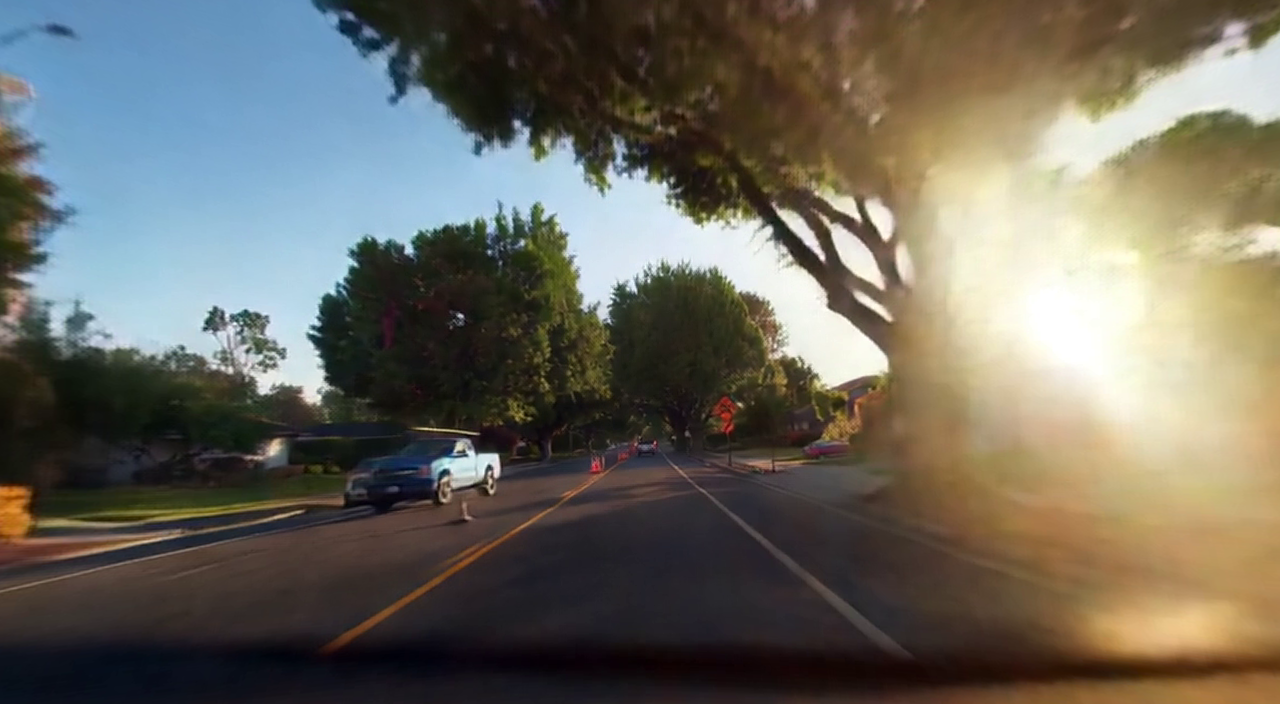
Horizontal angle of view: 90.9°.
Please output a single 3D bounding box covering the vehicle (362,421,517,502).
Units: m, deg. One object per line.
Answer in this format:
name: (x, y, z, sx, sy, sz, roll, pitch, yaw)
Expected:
vehicle: (-6.453, 3.595, 21.176, 2.517, 2.323, 5.205, -2, -9, 14)
